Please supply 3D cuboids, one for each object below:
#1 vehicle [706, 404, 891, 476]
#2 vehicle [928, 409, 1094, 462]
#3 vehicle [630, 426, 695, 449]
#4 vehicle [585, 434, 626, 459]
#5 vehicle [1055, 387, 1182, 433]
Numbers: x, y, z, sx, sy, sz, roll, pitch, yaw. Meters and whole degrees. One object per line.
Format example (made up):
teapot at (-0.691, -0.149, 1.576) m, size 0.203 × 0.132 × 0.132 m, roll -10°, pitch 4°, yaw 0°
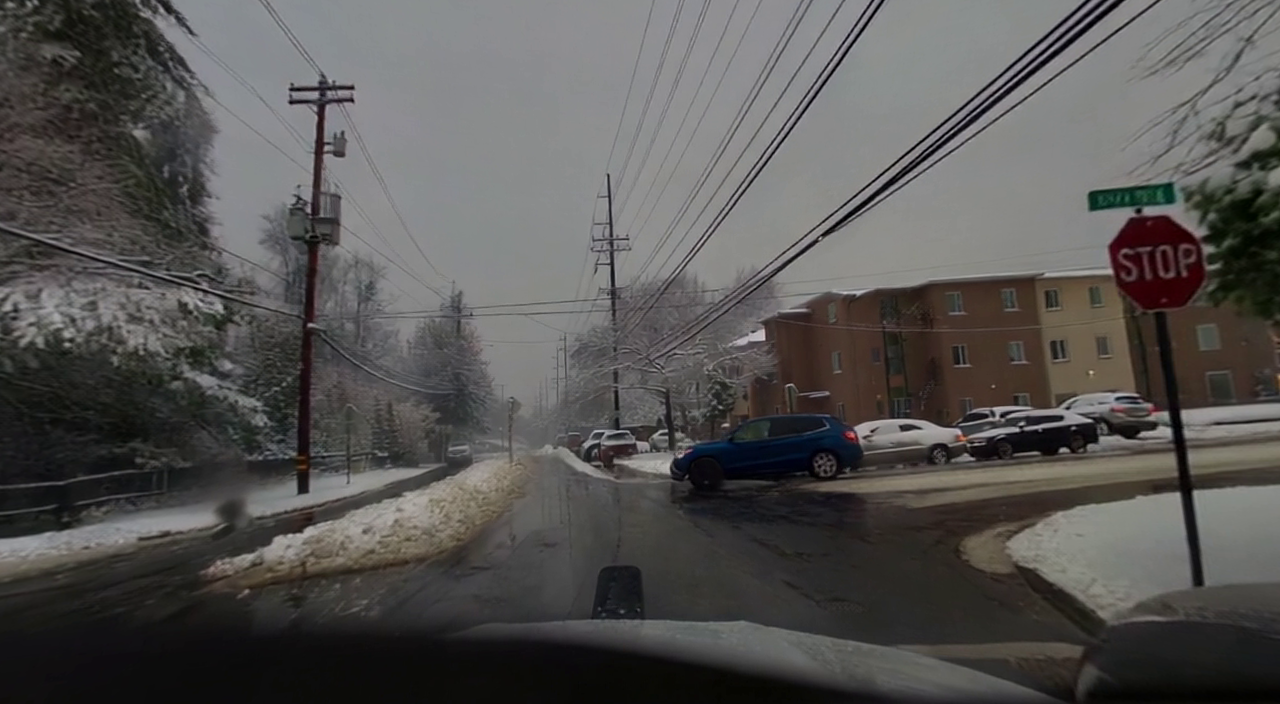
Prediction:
vehicle at (4.440, 2.564, 18.139) m, size 4.790 × 1.872 × 2.155 m, roll -2°, pitch -10°, yaw 14°
vehicle at (12.937, 2.936, 22.161) m, size 4.830 × 1.490 × 1.878 m, roll -2°, pitch -10°, yaw -11°
vehicle at (1.634, 6.366, 46.783) m, size 4.424 × 1.645 × 1.820 m, roll 2°, pitch -9°, yaw -14°
vehicle at (-2.250, 6.012, 40.252) m, size 1.918 × 1.475 × 4.060 m, roll 2°, pitch -9°, yaw -12°
vehicle at (21.977, 2.774, 29.284) m, size 1.976 × 1.876 × 4.405 m, roll 1°, pitch -9°, yaw -10°
